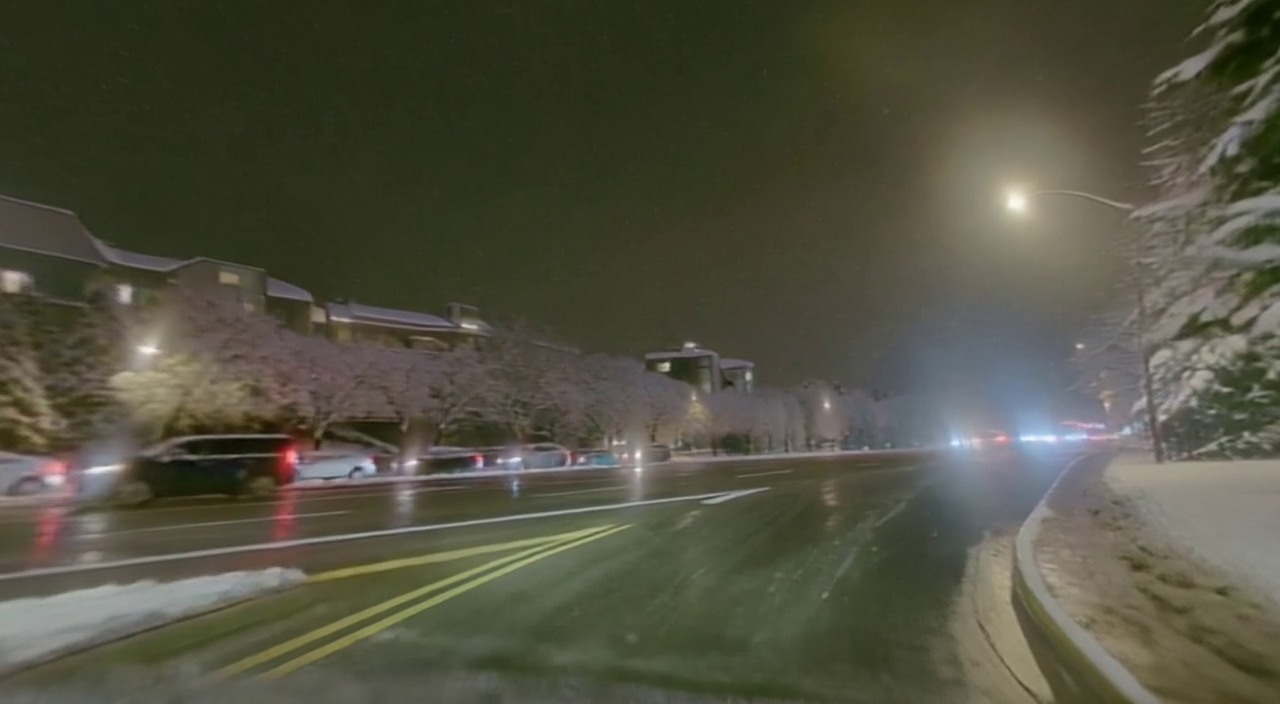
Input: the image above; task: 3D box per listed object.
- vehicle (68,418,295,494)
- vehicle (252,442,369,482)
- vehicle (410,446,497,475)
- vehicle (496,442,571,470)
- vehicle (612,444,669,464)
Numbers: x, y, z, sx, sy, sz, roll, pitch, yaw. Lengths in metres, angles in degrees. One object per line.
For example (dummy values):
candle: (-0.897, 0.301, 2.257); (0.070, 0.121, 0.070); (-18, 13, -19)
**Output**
vehicle: (-15.244, 3.670, 21.388); (2.225, 2.053, 5.636); (-15, -19, 38)
vehicle: (-15.878, 5.424, 30.668); (2.033, 1.625, 4.467); (-14, -18, 38)
vehicle: (-10.785, 6.266, 36.787); (1.842, 1.582, 4.513); (-7, -11, 39)
vehicle: (-6.971, 6.832, 41.615); (1.926, 1.681, 4.727); (-7, -11, 39)
vehicle: (0.070, 8.010, 49.873); (1.872, 1.493, 4.724); (-7, -11, 40)
